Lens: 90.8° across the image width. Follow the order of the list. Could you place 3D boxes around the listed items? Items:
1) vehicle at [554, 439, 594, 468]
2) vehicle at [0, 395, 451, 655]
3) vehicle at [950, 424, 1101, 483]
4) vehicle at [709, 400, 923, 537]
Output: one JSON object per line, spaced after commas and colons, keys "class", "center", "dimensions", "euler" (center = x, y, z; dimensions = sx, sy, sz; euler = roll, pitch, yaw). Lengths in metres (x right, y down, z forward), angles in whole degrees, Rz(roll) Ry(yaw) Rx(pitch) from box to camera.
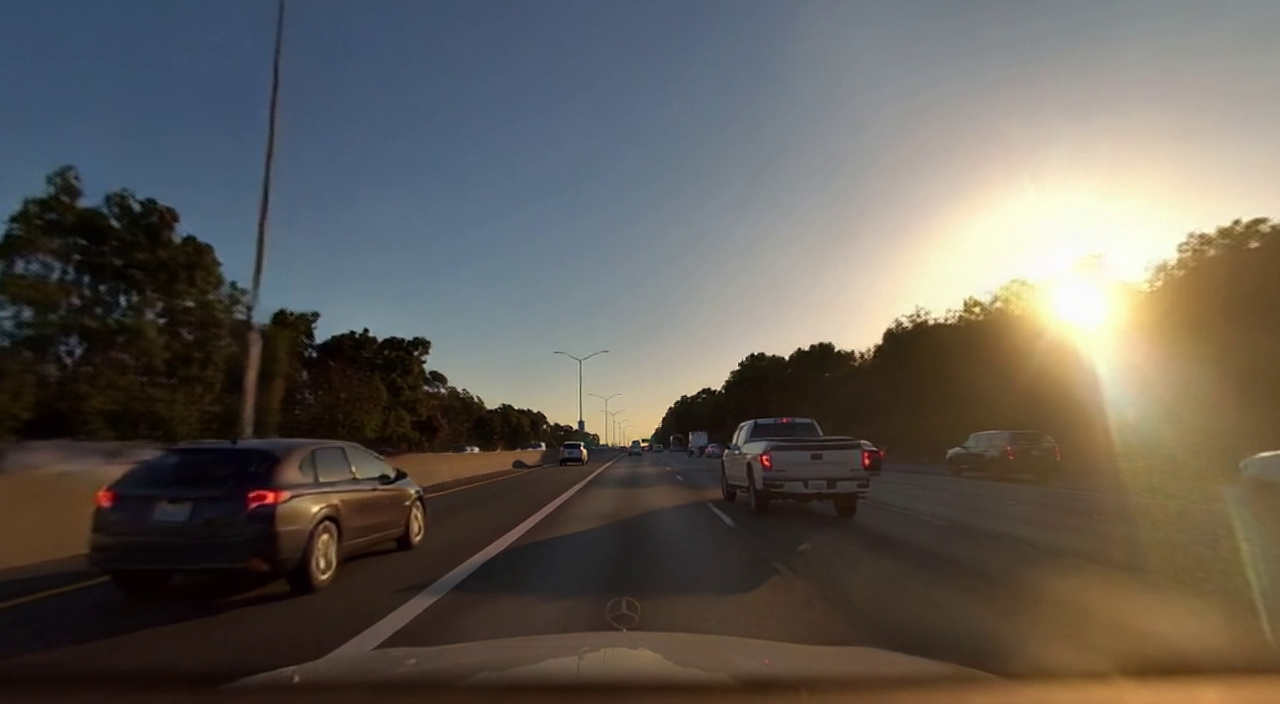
{"class": "vehicle", "center": [-3.933, 6.130, 38.364], "dimensions": [1.992, 1.651, 4.185], "euler": [0, -8, 0]}
{"class": "vehicle", "center": [-3.610, 1.436, 6.307], "dimensions": [2.119, 1.654, 4.353], "euler": [0, -8, 0]}
{"class": "vehicle", "center": [13.144, 3.514, 22.013], "dimensions": [2.076, 1.799, 4.871], "euler": [0, -8, -1]}
{"class": "vehicle", "center": [2.729, 2.019, 11.576], "dimensions": [2.200, 1.870, 5.649], "euler": [0, -8, -1]}
